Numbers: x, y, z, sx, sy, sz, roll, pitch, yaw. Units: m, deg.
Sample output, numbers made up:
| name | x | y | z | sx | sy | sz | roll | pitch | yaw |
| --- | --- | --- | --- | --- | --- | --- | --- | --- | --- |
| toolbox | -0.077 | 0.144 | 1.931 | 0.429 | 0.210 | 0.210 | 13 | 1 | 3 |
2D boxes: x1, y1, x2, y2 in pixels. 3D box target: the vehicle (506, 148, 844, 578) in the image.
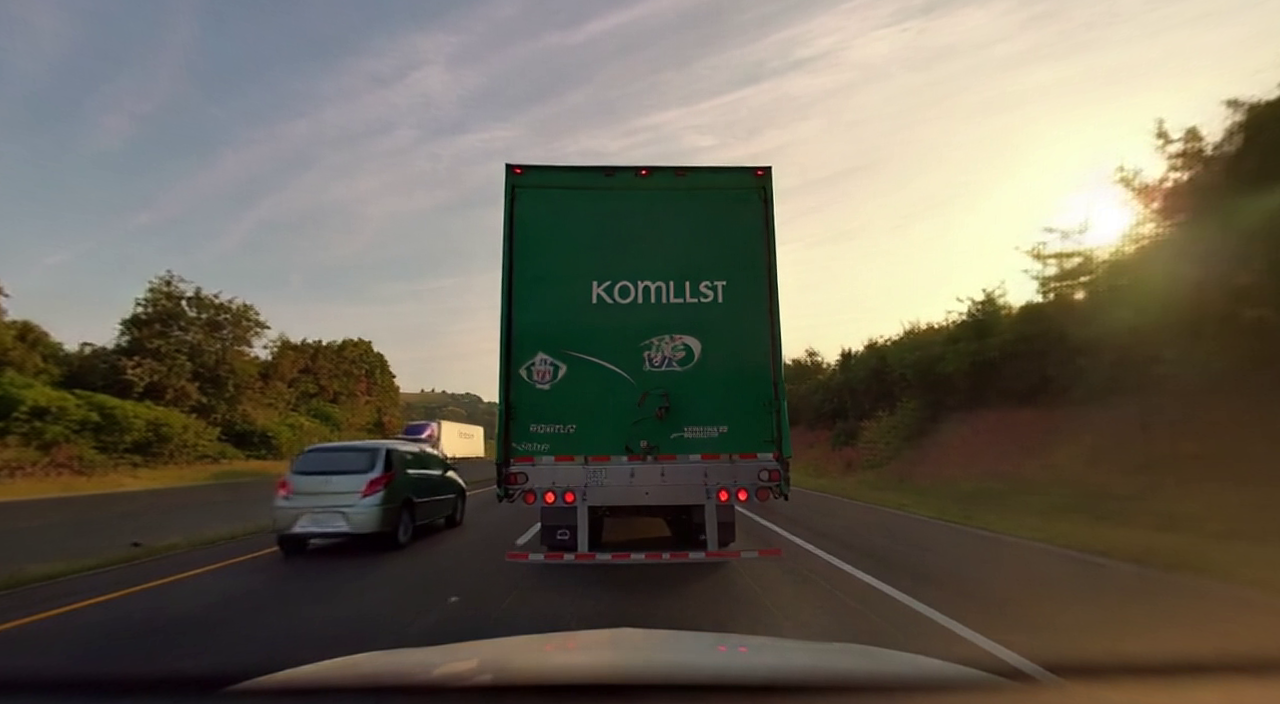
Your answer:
| name | x | y | z | sx | sy | sz | roll | pitch | yaw |
| --- | --- | --- | --- | --- | --- | --- | --- | --- | --- |
| vehicle | 0.233 | 1.117 | 13.478 | 3.230 | 4.377 | 14.405 | 0 | -9 | -1 |

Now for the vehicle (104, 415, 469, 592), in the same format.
| name | x | y | z | sx | sy | sz | roll | pitch | yaw |
| --- | --- | --- | --- | --- | --- | --- | --- | --- | --- |
| vehicle | -3.804 | 1.715 | 7.924 | 2.095 | 1.600 | 4.247 | 0 | -9 | 0 |
